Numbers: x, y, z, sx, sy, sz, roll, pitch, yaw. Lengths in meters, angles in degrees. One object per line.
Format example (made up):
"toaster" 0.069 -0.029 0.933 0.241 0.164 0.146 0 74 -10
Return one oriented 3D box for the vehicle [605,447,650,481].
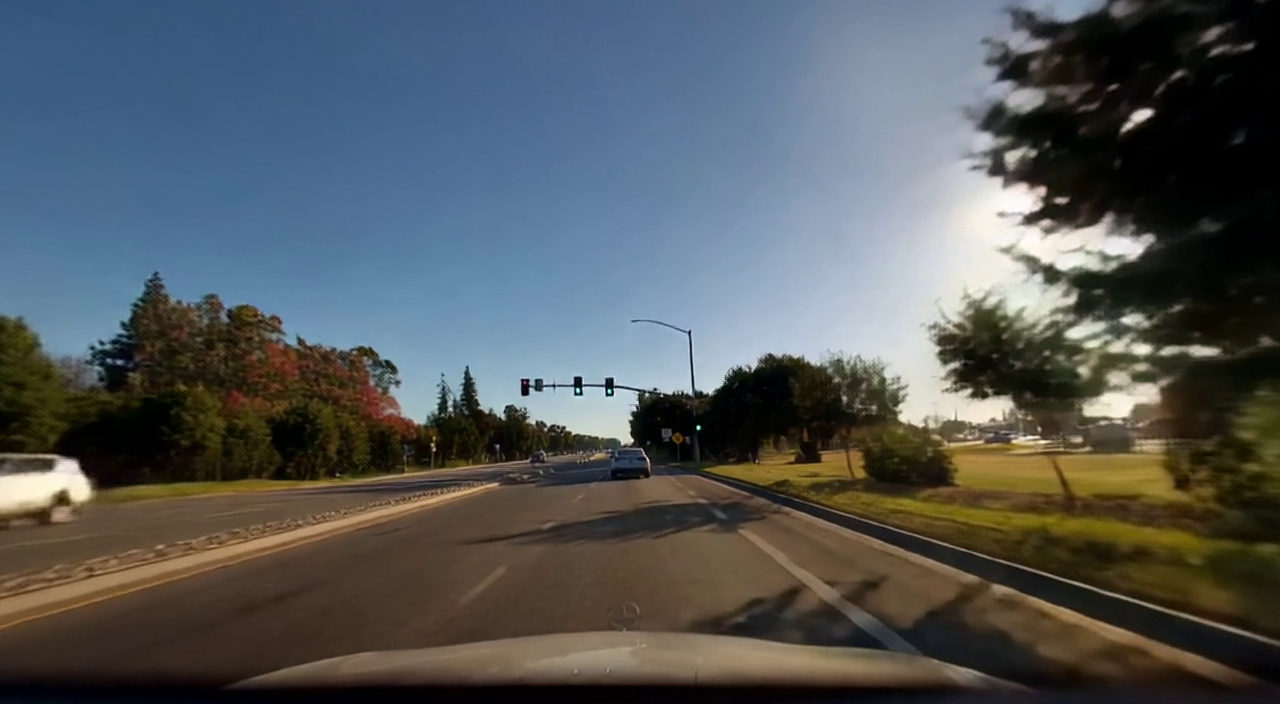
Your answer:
"vehicle" -0.589 5.208 29.451 1.954 1.469 3.465 0 -9 -1
